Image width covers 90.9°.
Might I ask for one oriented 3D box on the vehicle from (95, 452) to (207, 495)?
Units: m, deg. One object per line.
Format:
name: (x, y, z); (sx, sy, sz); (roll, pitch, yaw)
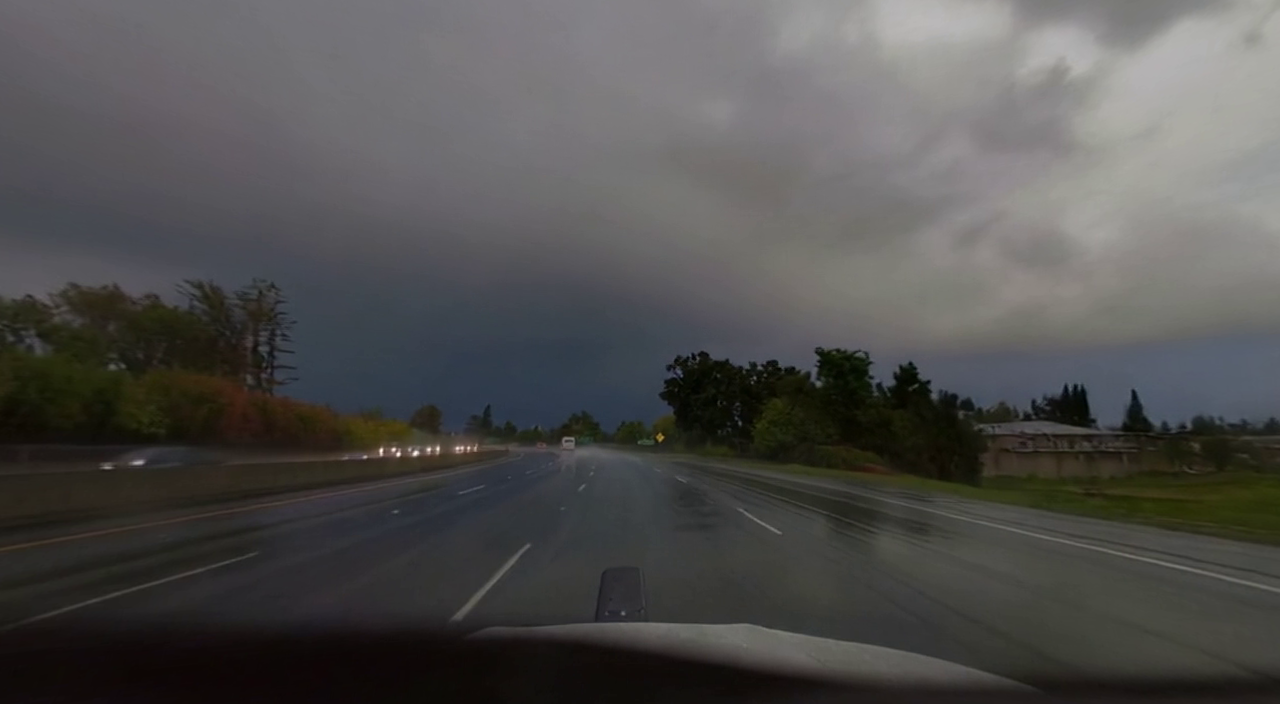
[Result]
vehicle: (-22.255, 5.505, 28.932); (1.756, 1.461, 4.205); (3, -6, -1)
